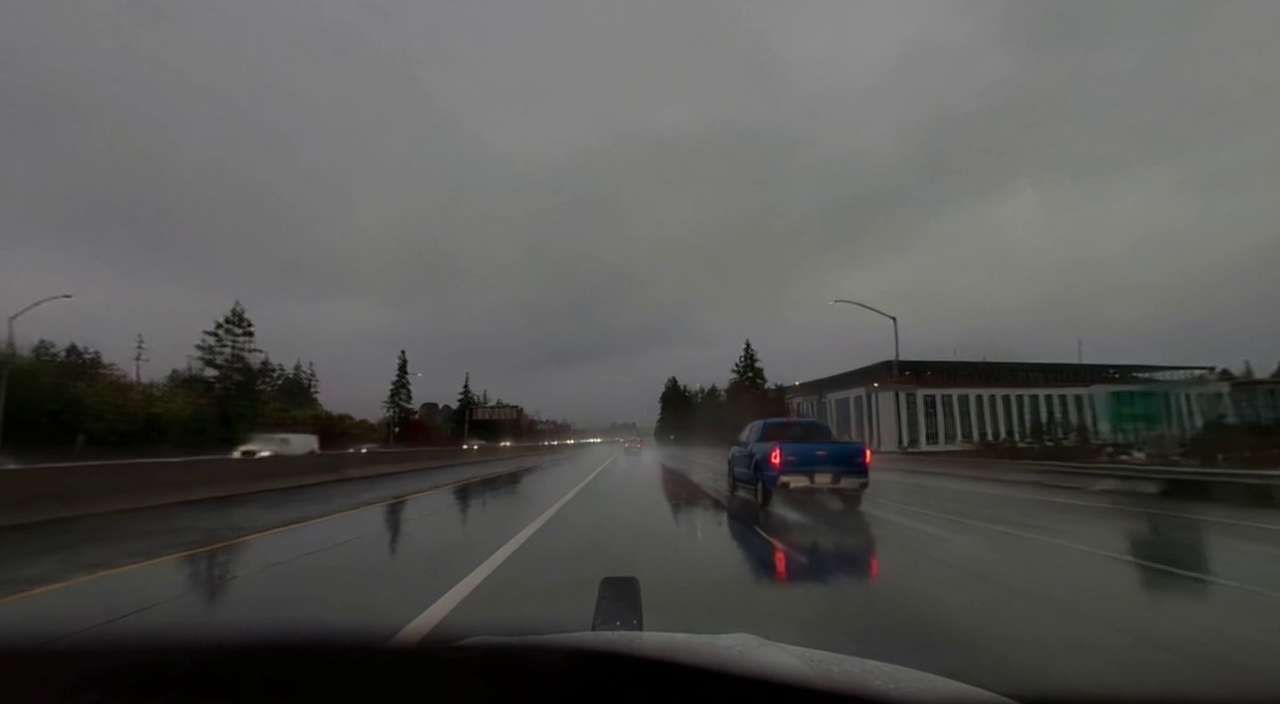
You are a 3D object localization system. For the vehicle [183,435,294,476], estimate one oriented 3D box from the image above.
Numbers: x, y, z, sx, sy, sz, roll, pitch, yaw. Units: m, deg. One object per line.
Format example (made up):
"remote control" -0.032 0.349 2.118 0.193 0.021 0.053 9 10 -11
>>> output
"vehicle" -19.149 4.968 30.501 2.101 1.768 4.942 0 -9 0

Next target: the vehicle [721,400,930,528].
"vehicle" 3.197 2.092 12.273 2.462 1.984 4.718 0 -9 -2
